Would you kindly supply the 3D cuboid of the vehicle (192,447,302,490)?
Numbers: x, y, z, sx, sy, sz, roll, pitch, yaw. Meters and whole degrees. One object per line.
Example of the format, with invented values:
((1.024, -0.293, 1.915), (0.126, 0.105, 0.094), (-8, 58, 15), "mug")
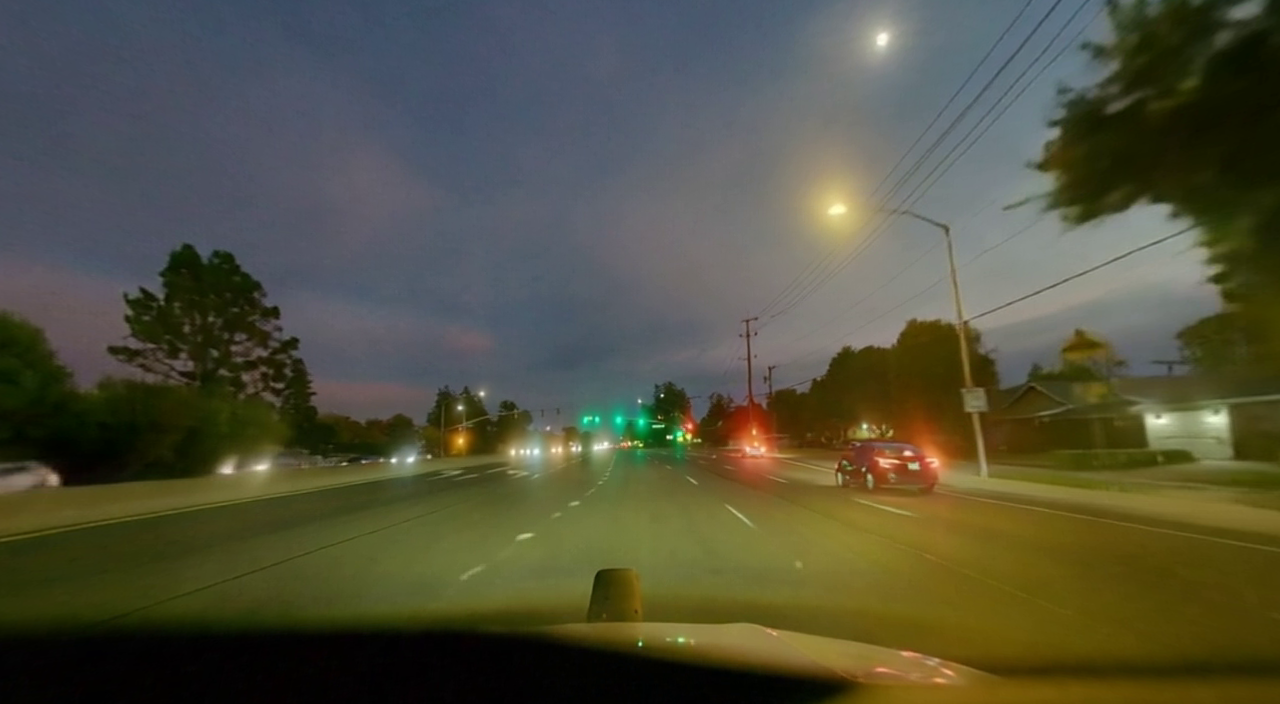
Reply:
((-17.071, 5.041, 27.783), (1.937, 1.676, 4.718), (0, -8, -2), "vehicle")

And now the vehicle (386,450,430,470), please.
((-17.709, 8.259, 48.419), (1.886, 1.446, 4.265), (0, -9, -2), "vehicle")

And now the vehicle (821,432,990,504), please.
((6.375, 2.840, 15.901), (2.113, 1.520, 4.650), (0, -8, -2), "vehicle")
